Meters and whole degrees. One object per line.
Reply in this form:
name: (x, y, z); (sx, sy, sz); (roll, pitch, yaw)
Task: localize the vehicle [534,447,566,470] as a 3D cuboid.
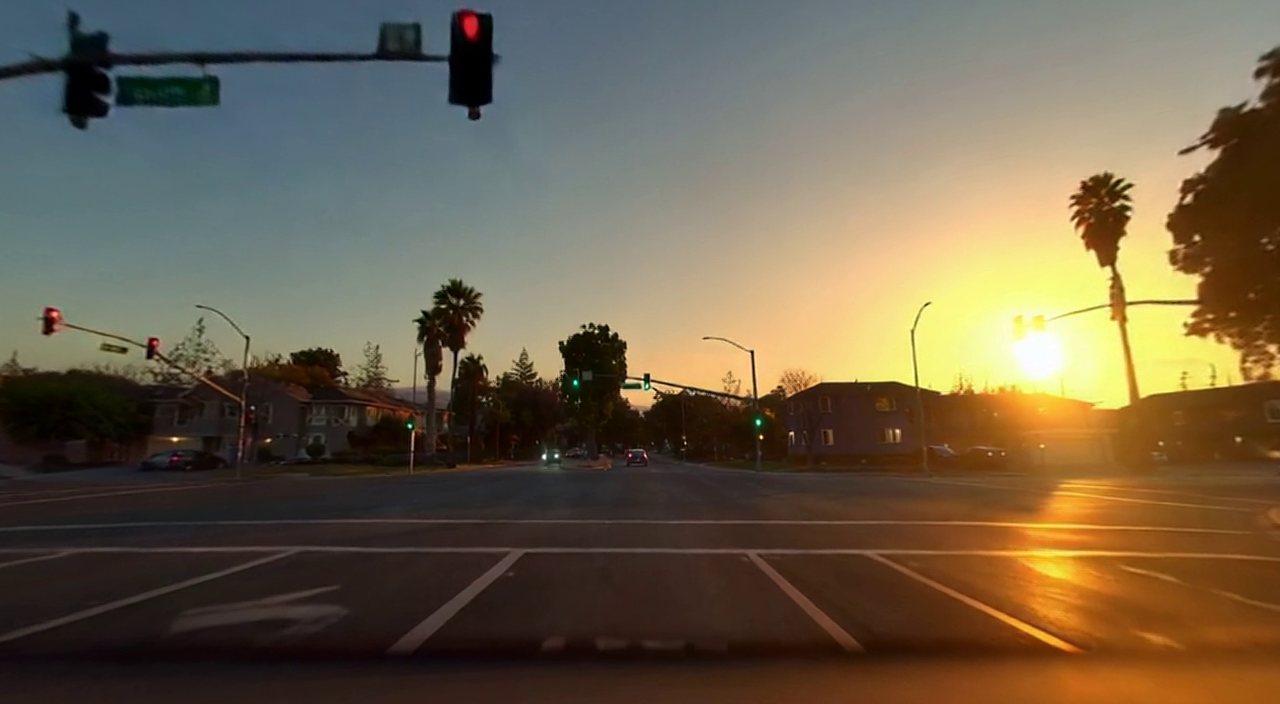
vehicle: (-6.929, 8.229, 49.097); (1.983, 1.684, 3.938); (0, -8, -1)

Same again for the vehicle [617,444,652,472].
vehicle: (-0.456, 7.486, 44.735); (2.248, 1.833, 4.798); (0, -8, -3)

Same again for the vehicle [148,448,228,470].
vehicle: (-35.695, 8.438, 49.971); (4.887, 1.546, 1.807); (7, -11, -40)
